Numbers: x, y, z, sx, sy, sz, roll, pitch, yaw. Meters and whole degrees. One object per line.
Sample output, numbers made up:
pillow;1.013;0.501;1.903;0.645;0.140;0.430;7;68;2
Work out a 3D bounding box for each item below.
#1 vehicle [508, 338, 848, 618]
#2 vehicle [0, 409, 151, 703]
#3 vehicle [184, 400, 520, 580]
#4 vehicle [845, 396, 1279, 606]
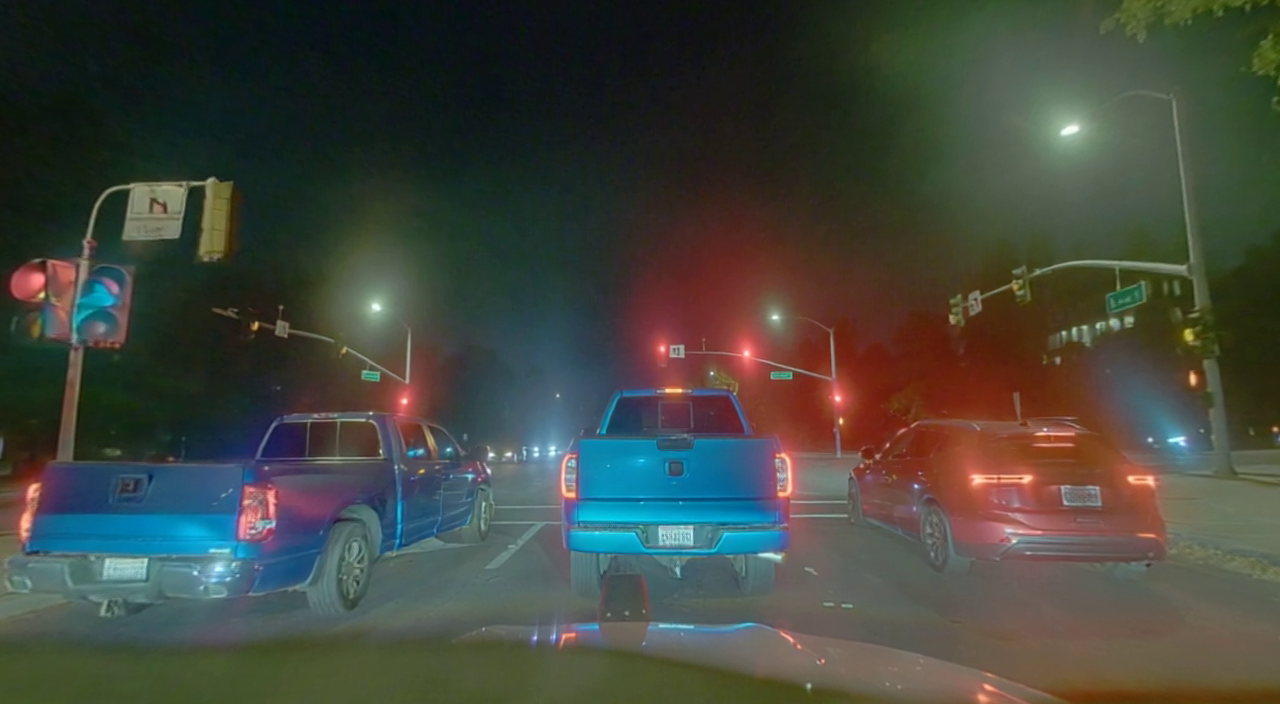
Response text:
vehicle;0.323;1.271;7.150;2.505;2.084;4.768;0;-8;1
vehicle;-3.388;0.708;0.647;1.998;1.481;4.656;0;-8;1
vehicle;-3.289;1.694;8.584;2.125;1.739;4.707;0;-8;3
vehicle;4.049;1.498;7.186;1.984;1.659;4.226;0;-8;0
